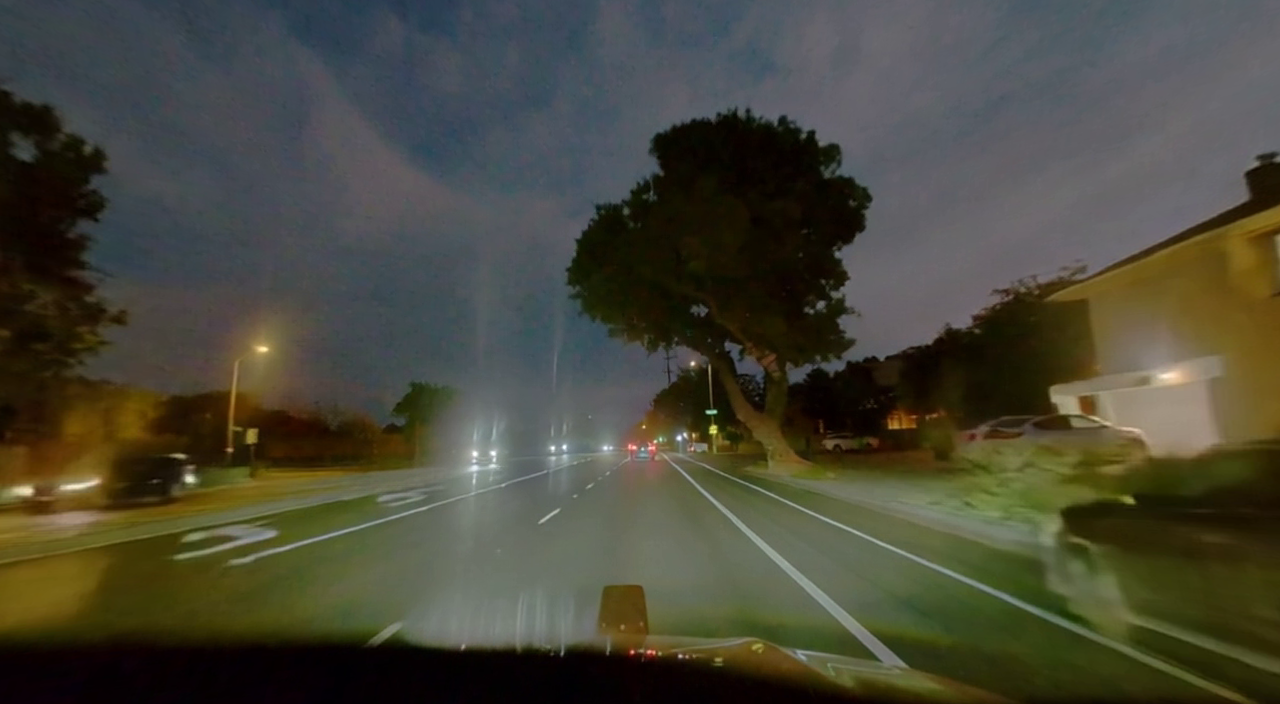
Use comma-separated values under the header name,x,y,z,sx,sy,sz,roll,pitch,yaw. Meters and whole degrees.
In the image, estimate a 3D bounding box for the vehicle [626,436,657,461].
name,x,y,z,sx,sy,sz,roll,pitch,yaw
vehicle,0.089,6.698,43.800,2.024,1.655,4.301,0,-9,0

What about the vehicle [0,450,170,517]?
name,x,y,z,sx,sy,sz,roll,pitch,yaw
vehicle,-14.304,3.156,15.604,1.937,1.386,4.354,-1,-9,1

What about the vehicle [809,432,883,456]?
name,x,y,z,sx,sy,sz,roll,pitch,yaw
vehicle,14.915,6.693,45.829,4.663,1.677,1.934,0,-9,-2

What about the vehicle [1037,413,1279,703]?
name,x,y,z,sx,sy,sz,roll,pitch,yaw
vehicle,4.102,0.927,2.326,2.080,1.469,4.898,0,-9,0
